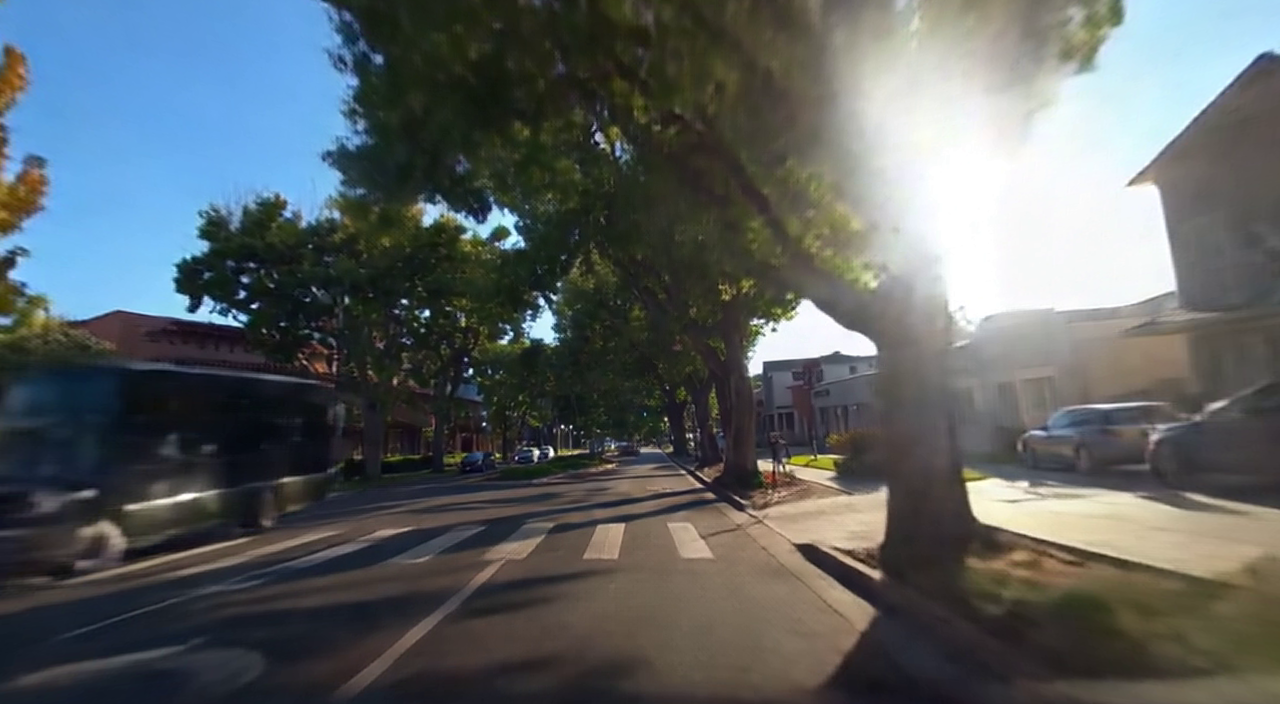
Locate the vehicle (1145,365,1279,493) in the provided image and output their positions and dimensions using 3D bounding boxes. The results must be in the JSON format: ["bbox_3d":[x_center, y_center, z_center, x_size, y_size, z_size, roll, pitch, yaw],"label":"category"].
[{"bbox_3d":[10.941,1.253,10.179,1.967,1.749,4.389,4,-14,2],"label":"vehicle"}]

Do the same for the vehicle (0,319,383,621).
[{"bbox_3d":[-6.052,1.481,8.784,2.303,2.760,5.868,0,-8,1],"label":"vehicle"}]

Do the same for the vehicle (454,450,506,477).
[{"bbox_3d":[-9.771,6.808,38.828,1.892,1.484,4.576,0,-8,1],"label":"vehicle"}]
